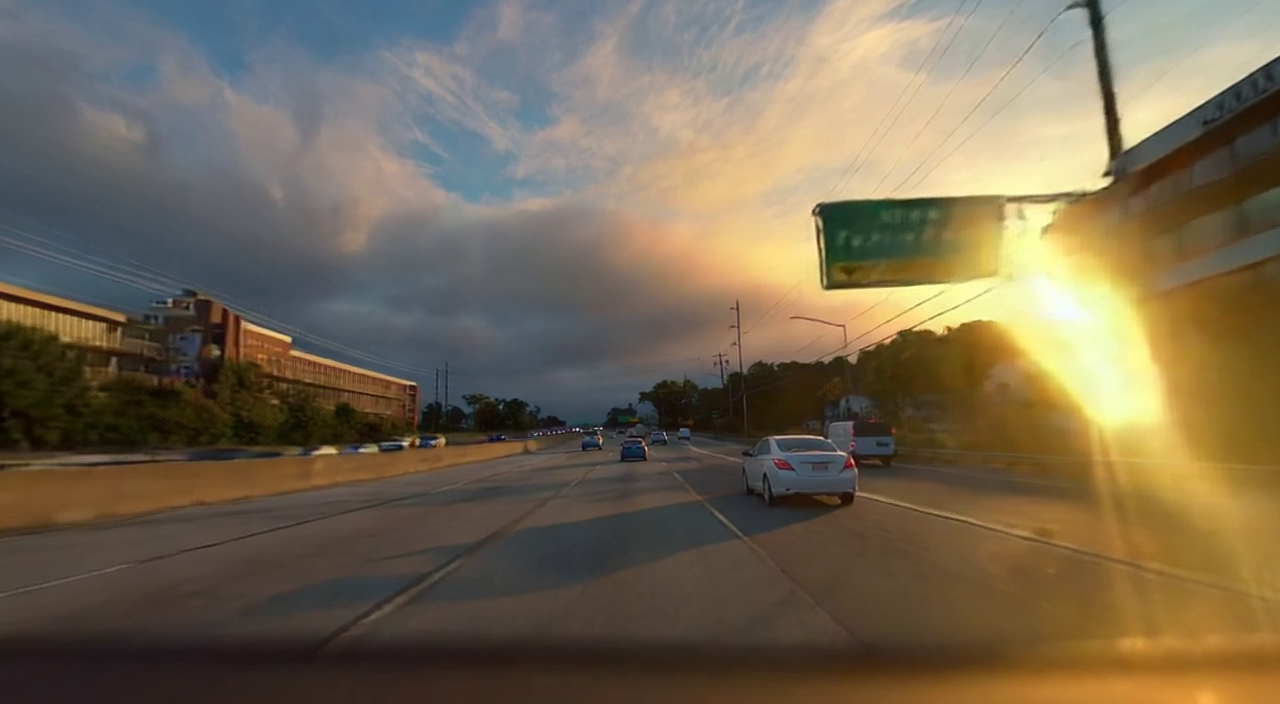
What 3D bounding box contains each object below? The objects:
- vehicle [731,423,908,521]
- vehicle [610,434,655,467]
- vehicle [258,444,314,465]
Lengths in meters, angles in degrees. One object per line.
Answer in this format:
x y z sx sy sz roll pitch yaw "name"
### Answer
3.186 2.232 12.308 1.995 1.533 4.463 0 -8 -2 "vehicle"
-0.374 4.729 30.299 2.019 1.472 3.971 0 -8 -1 "vehicle"
-27.813 8.051 49.602 1.850 1.572 4.418 0 -8 0 "vehicle"
